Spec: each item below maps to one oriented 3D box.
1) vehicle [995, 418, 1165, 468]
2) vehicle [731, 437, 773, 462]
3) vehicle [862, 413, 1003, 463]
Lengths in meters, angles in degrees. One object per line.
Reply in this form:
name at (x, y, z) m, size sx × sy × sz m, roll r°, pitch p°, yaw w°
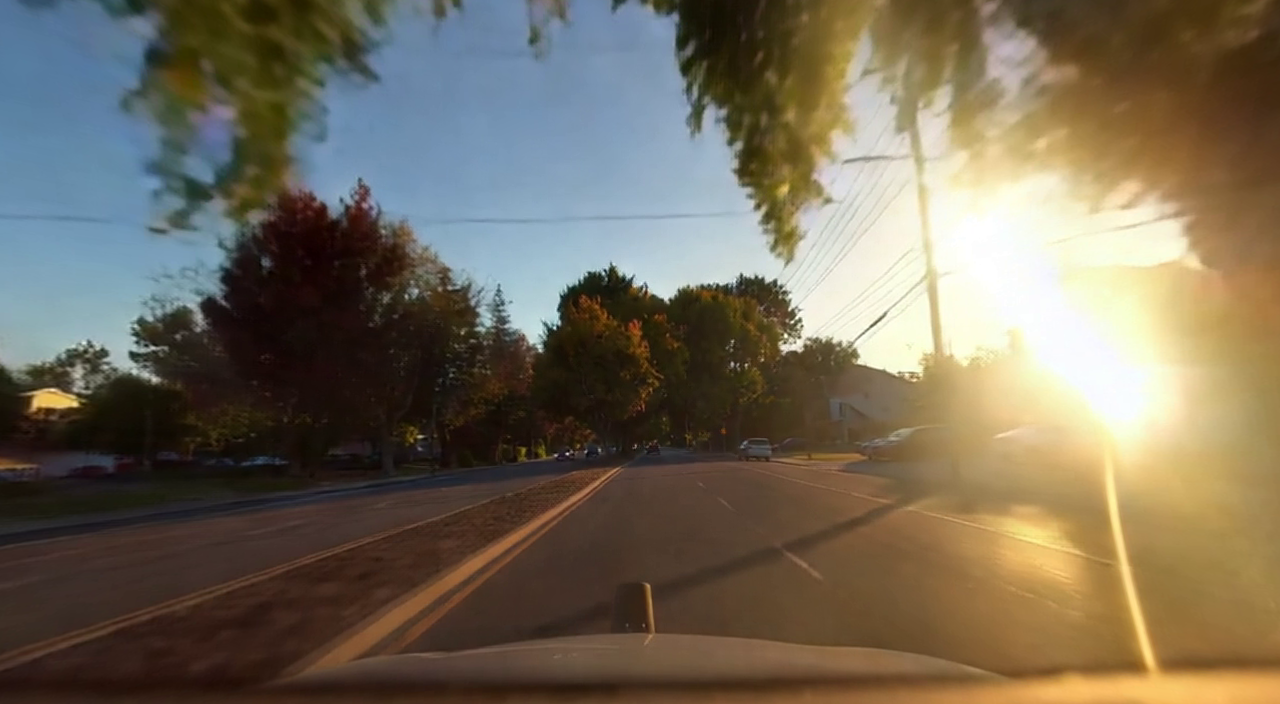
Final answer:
vehicle at (15.027, 3.141, 21.709) m, size 4.455 × 1.588 × 1.858 m, roll 0°, pitch -9°, yaw -2°
vehicle at (8.391, 7.383, 47.692) m, size 2.200 × 1.783 × 4.682 m, roll -1°, pitch -9°, yaw -1°
vehicle at (14.726, 4.375, 32.095) m, size 5.886 × 2.000 × 2.372 m, roll -5°, pitch -9°, yaw 5°
